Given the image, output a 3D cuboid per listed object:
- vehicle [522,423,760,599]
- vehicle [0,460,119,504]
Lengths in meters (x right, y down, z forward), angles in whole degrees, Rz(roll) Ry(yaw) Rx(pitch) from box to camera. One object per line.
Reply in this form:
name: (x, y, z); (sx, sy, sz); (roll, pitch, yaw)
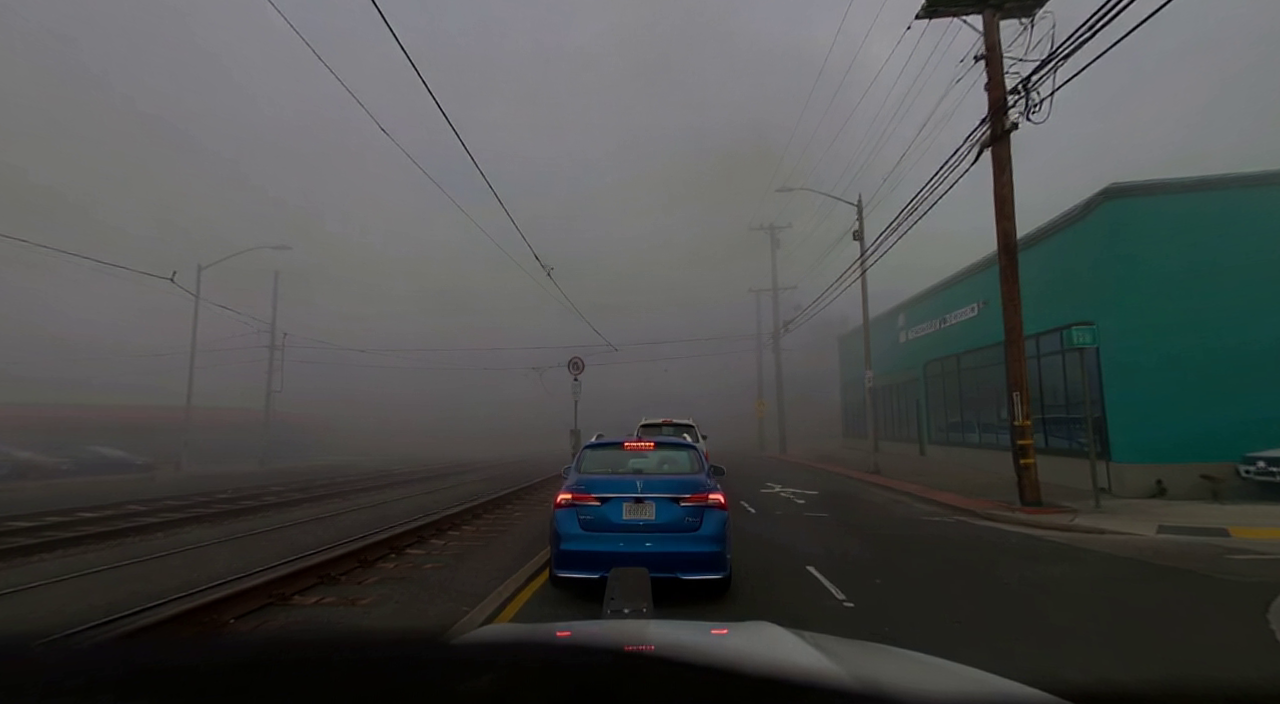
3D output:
vehicle: (0.091, 1.704, 7.613); (2.090, 1.518, 4.033); (-1, -9, 3)
vehicle: (-21.953, 4.674, 22.830); (4.566, 1.453, 1.935); (-1, -9, 5)
